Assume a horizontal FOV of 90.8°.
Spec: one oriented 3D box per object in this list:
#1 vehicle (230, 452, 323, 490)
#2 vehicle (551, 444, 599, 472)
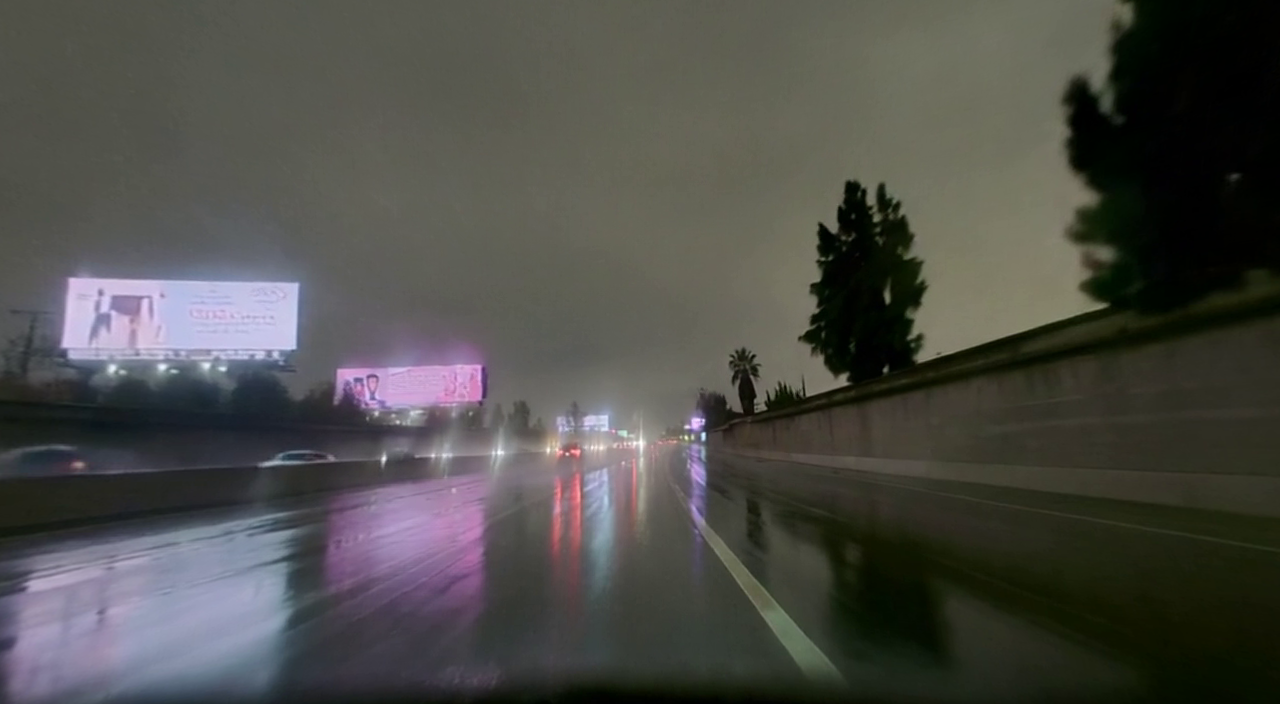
[{"bbox_3d":[-14.699,4.814,25.770,1.603,1.379,3.469,0,-9,2],"label":"vehicle"},{"bbox_3d":[-3.694,6.094,36.568,2.078,1.457,4.648,-1,-8,3],"label":"vehicle"}]
